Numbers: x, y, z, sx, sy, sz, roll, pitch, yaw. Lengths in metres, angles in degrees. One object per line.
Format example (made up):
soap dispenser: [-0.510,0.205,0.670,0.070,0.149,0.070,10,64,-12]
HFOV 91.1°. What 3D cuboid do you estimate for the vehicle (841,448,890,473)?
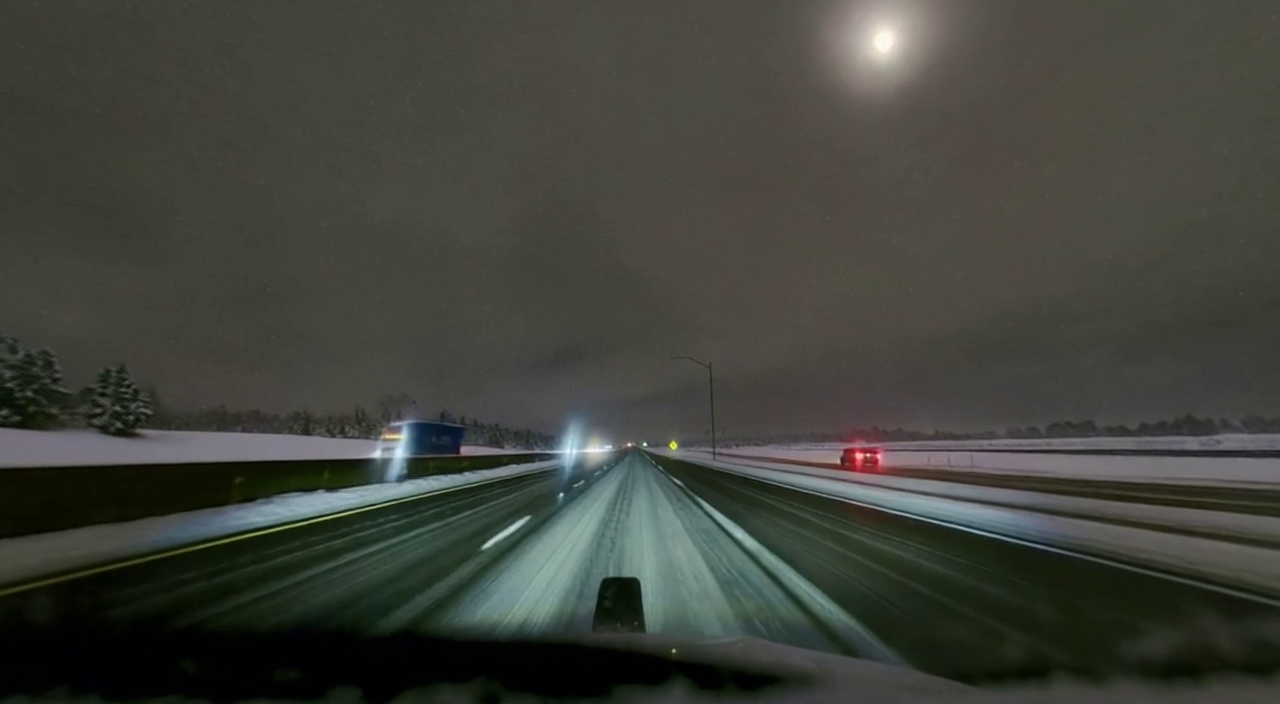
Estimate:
vehicle: [15.425,7.409,43.132,1.834,1.555,3.751,0,-9,-2]
